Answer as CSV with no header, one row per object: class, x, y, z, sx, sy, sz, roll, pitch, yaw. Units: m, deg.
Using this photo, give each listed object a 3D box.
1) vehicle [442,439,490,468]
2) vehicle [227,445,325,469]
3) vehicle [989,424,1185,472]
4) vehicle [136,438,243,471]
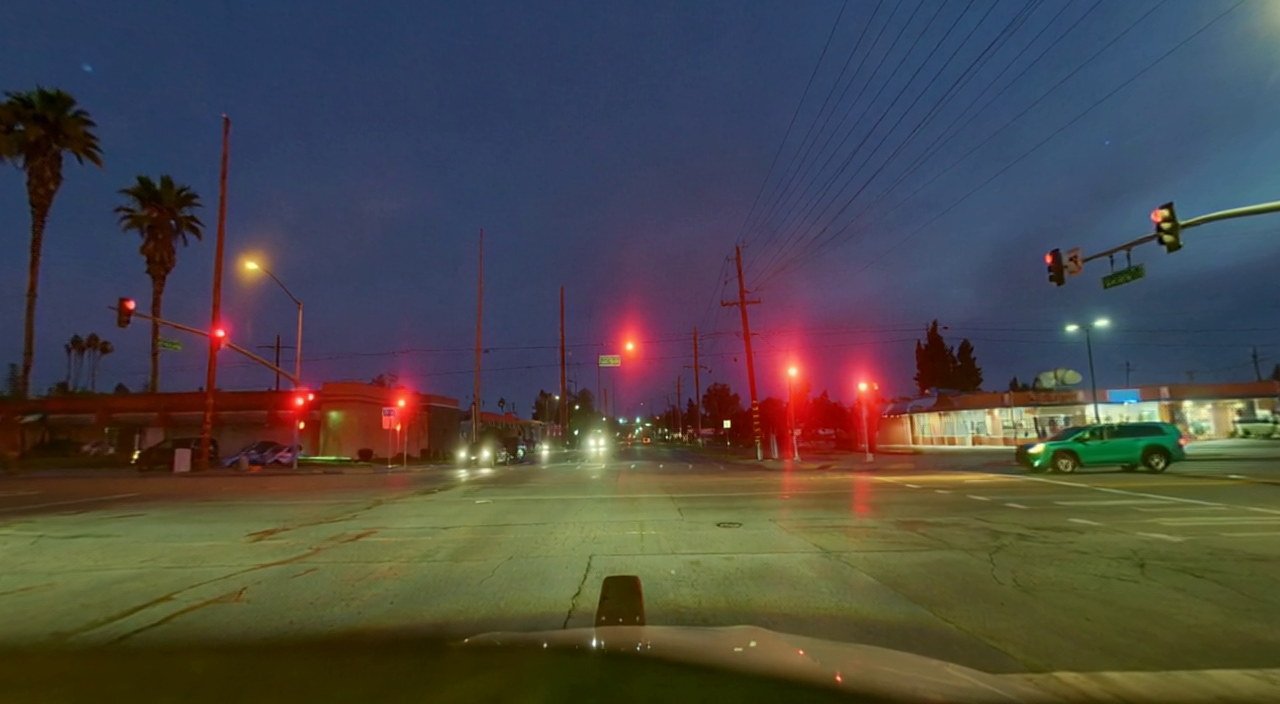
vehicle,-11.984,6.991,43.808,2.016,1.717,4.287,0,-6,1
vehicle,-22.311,6.438,38.840,4.849,1.444,1.881,0,-8,1
vehicle,14.760,3.215,21.133,4.918,1.479,1.897,-1,-9,7
vehicle,-25.911,5.928,36.462,4.613,1.820,2.021,0,-9,3
